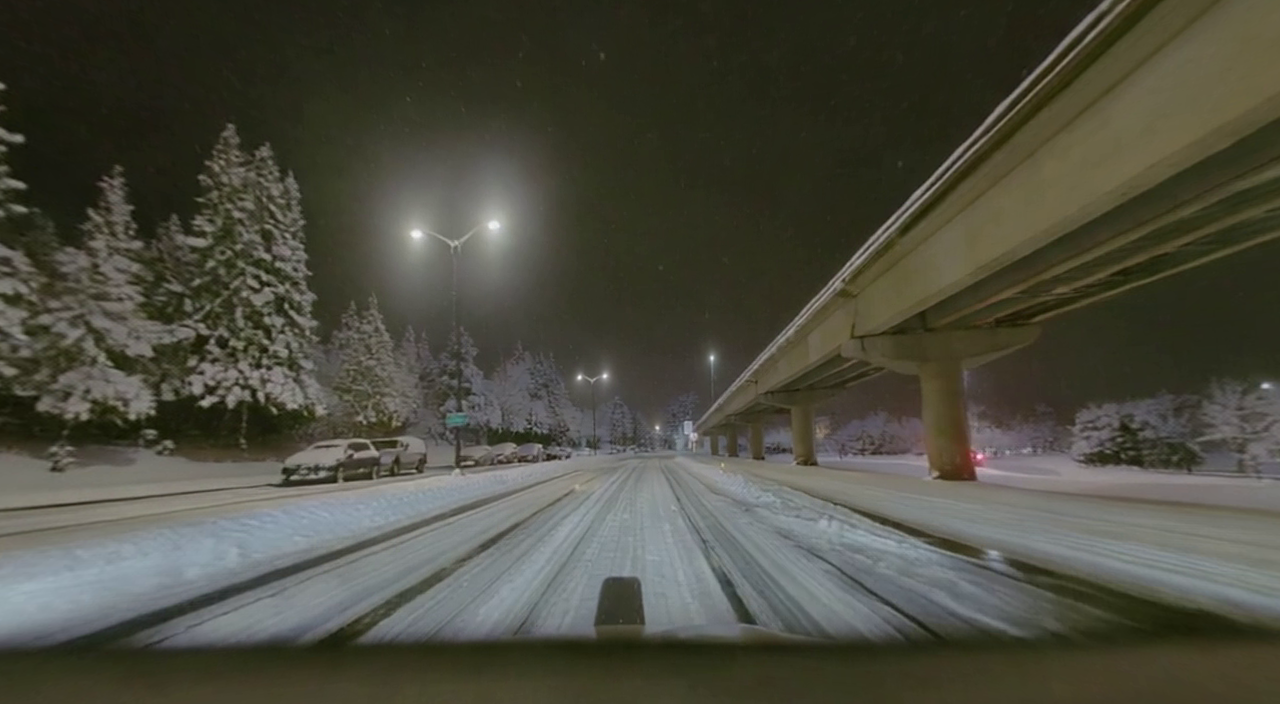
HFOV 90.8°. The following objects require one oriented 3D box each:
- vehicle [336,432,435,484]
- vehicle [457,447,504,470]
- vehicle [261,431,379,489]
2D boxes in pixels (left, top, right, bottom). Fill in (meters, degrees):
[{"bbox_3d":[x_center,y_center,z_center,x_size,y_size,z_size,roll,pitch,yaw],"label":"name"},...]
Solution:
[{"bbox_3d":[-12.893,5.391,32.635,2.307,2.349,6.335,1,-8,1],"label":"vehicle"},{"bbox_3d":[-12.312,8.215,49.071,2.156,1.489,4.758,4,-8,2],"label":"vehicle"},{"bbox_3d":[-12.949,4.425,26.103,2.136,2.016,5.354,2,-9,-2],"label":"vehicle"}]
